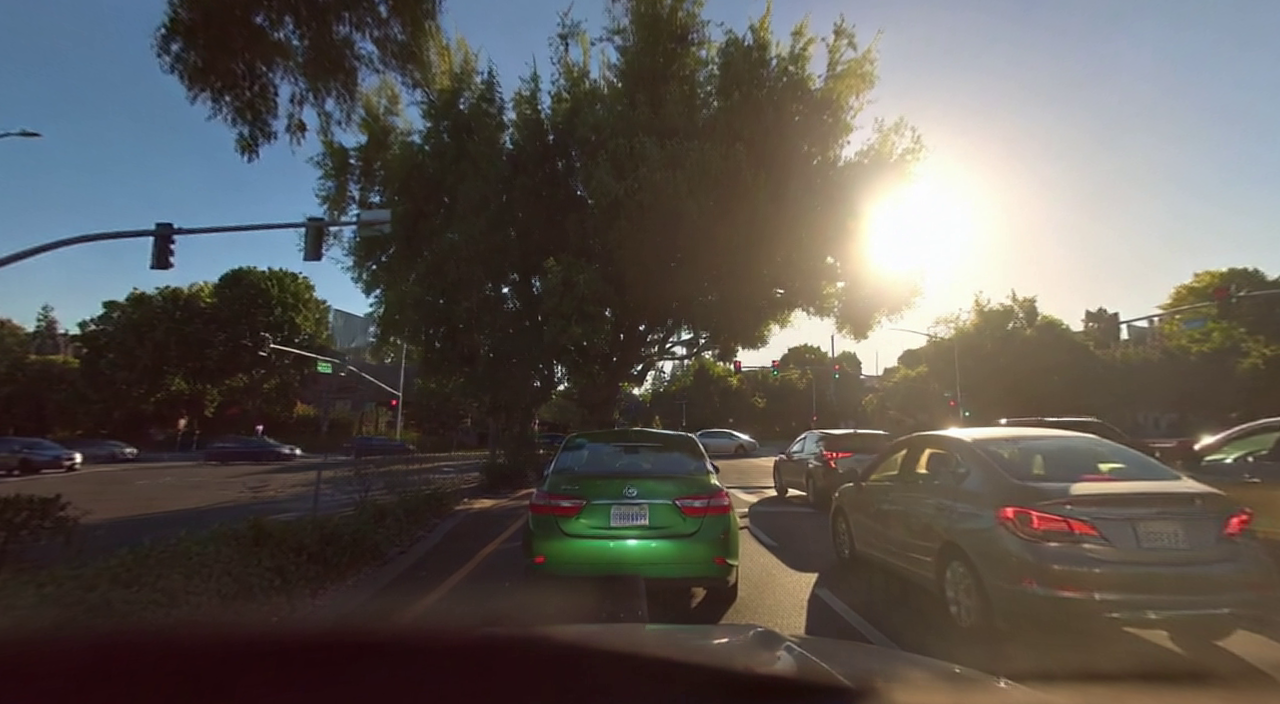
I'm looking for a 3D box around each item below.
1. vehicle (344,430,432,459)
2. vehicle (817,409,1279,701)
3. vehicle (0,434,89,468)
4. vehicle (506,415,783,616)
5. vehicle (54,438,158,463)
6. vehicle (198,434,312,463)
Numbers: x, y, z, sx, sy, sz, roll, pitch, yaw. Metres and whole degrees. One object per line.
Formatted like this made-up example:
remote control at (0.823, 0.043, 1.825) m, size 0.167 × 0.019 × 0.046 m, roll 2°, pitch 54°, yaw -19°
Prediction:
vehicle at (-15.173, 5.605, 38.239) m, size 4.526 × 1.649 × 1.920 m, roll 1°, pitch -9°, yaw -5°
vehicle at (3.096, 1.363, 5.478) m, size 1.861 × 1.479 × 4.371 m, roll 0°, pitch -8°, yaw 0°
vehicle at (-30.497, 4.927, 31.471) m, size 4.517 × 1.637 × 1.935 m, roll -1°, pitch -9°, yaw 7°
vehicle at (0.038, 1.516, 6.787) m, size 2.026 × 1.458 × 4.175 m, roll 0°, pitch -9°, yaw 0°
vehicle at (-32.456, 6.013, 38.469) m, size 4.828 × 1.467 × 1.963 m, roll -1°, pitch -9°, yaw 7°
vehicle at (-20.672, 5.206, 34.053) m, size 4.869 × 1.502 × 1.979 m, roll 0°, pitch -8°, yaw 3°
